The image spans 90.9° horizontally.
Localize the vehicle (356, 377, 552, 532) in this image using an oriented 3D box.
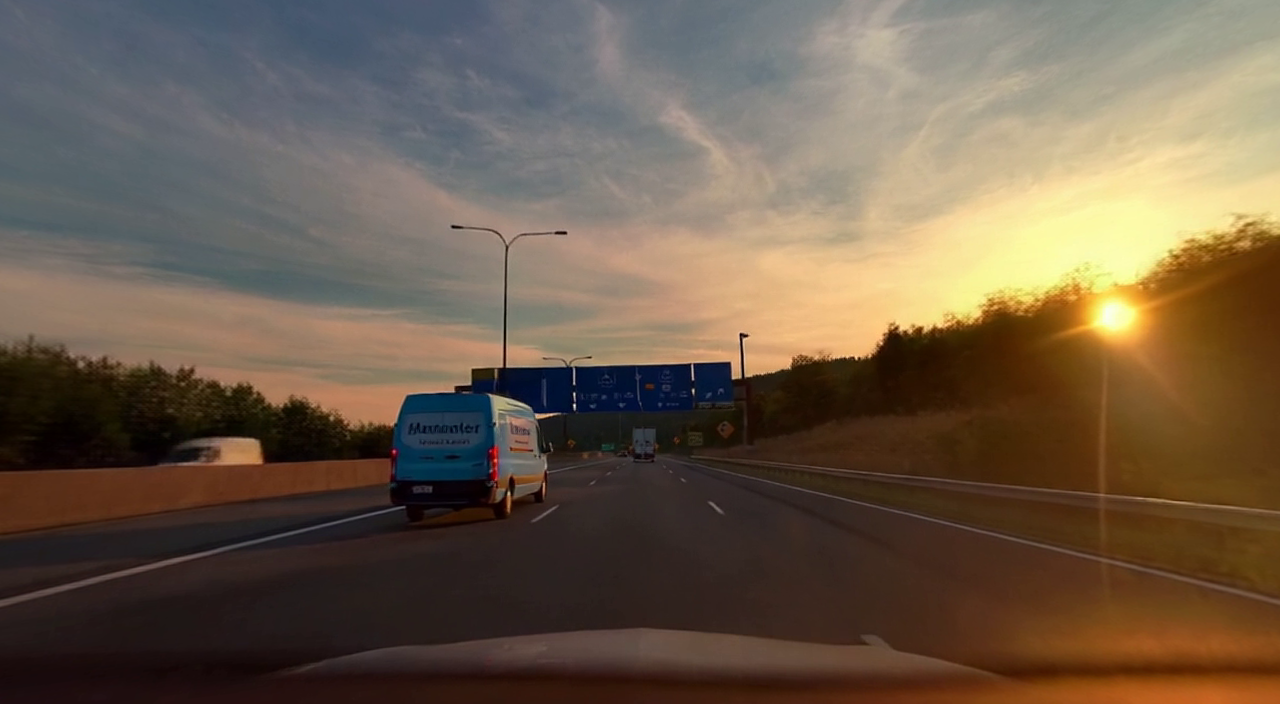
[{"bbox_3d":[-3.660,2.277,14.338,2.320,2.636,7.021,0,-9,0],"label":"vehicle"}]
